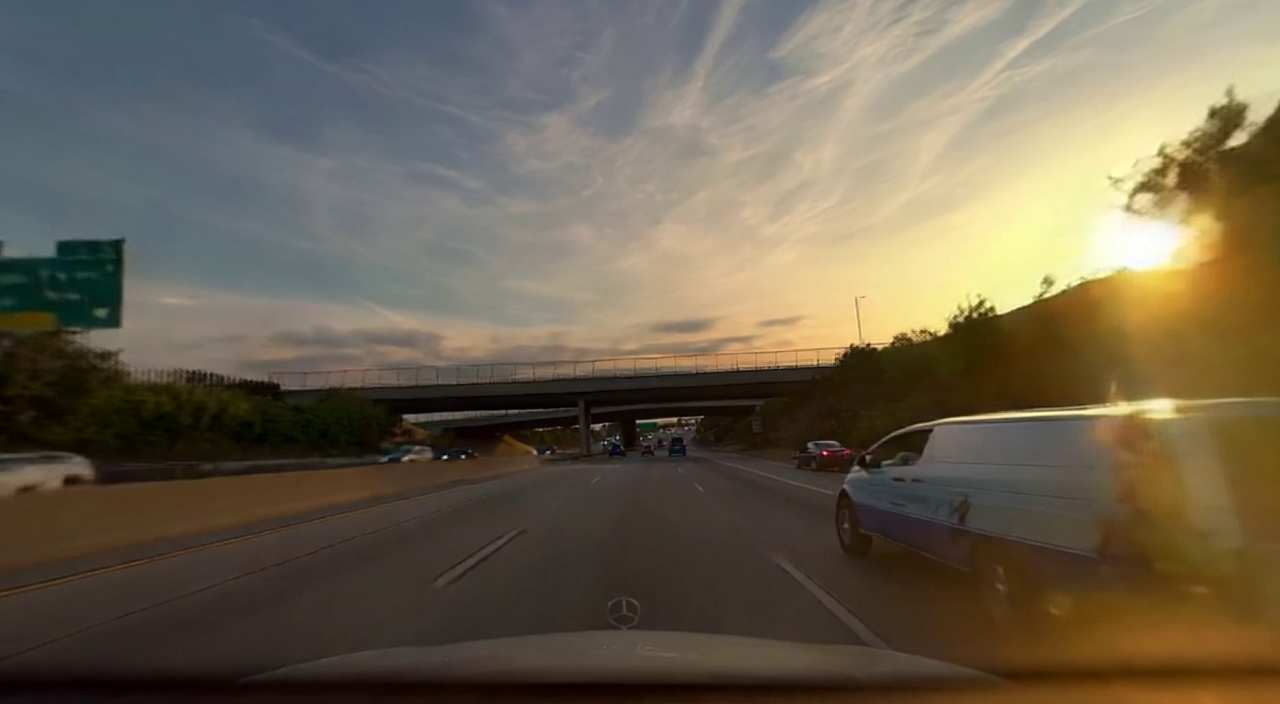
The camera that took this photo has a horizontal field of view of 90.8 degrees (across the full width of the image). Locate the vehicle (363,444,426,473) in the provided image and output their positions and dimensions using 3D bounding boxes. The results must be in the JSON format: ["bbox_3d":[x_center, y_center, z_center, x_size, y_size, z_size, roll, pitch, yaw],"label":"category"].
[{"bbox_3d":[-16.603,7.185,43.031,2.022,1.796,5.309,0,-8,2],"label":"vehicle"}]
